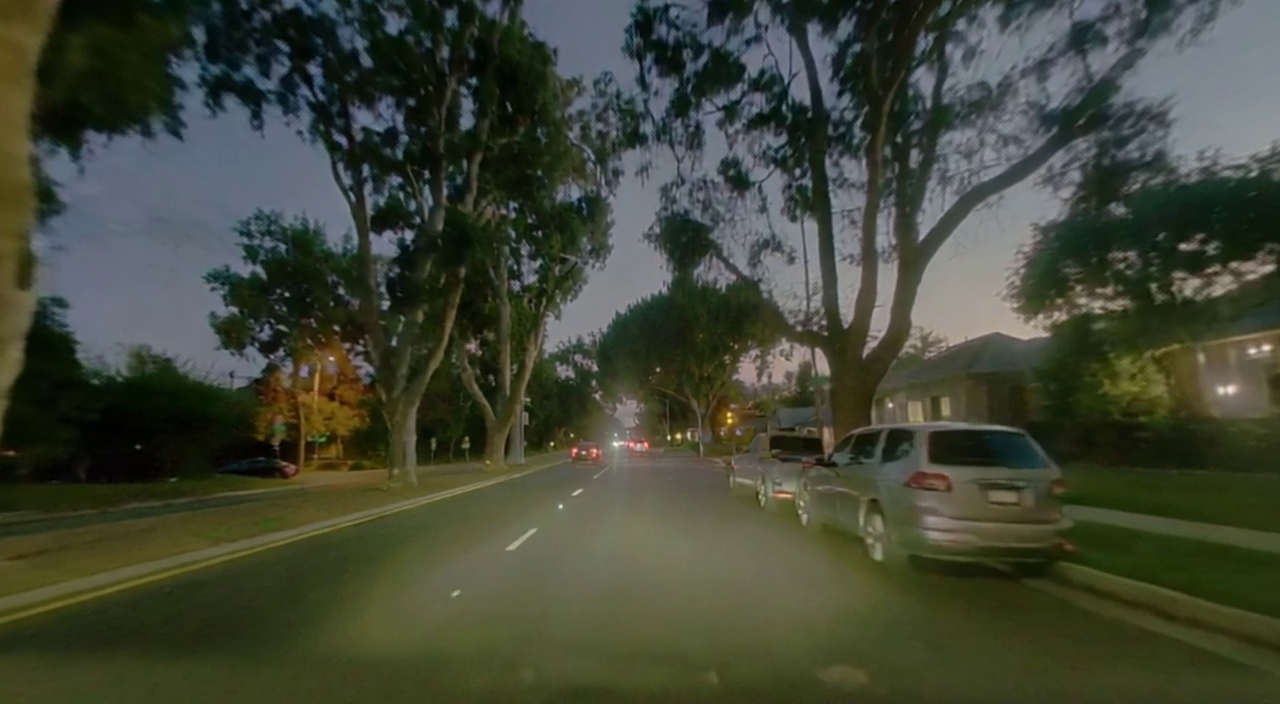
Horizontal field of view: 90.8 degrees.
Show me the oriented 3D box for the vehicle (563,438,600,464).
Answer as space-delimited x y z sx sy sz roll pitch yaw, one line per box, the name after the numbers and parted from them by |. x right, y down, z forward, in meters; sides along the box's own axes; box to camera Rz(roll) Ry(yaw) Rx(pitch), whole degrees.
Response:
-4.000 6.865 44.024 2.129 1.668 4.722 0 -8 0 | vehicle

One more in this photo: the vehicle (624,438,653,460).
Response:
-0.121 7.402 48.273 2.142 1.548 4.273 0 -9 0 | vehicle

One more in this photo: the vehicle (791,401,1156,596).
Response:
3.576 1.661 8.027 2.113 1.760 4.432 0 -9 -1 | vehicle

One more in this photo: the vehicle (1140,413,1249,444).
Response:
36.051 5.037 41.177 4.859 1.827 2.198 -1 -10 3 | vehicle
